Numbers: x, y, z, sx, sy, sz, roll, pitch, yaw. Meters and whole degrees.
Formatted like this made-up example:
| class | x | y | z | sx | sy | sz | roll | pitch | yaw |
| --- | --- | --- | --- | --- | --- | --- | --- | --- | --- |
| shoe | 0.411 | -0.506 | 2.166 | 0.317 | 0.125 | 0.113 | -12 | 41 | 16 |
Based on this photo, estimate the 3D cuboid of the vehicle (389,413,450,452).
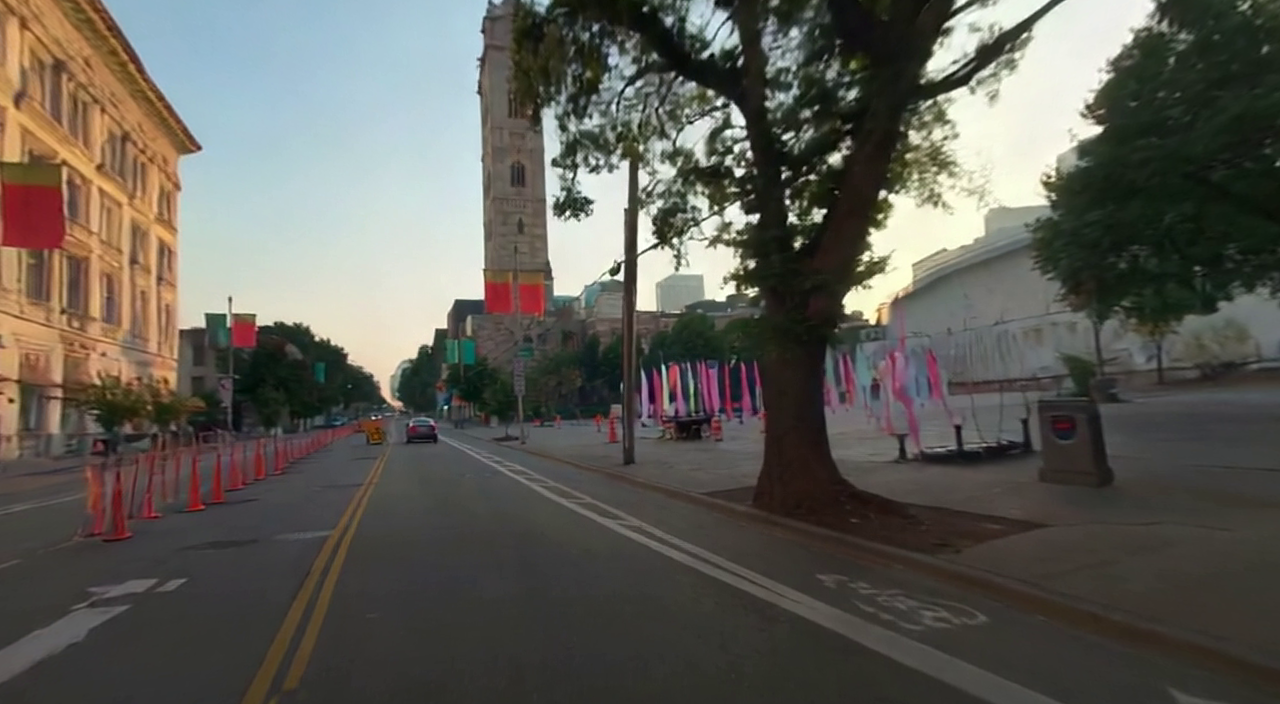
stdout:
| class | x | y | z | sx | sy | sz | roll | pitch | yaw |
| --- | --- | --- | --- | --- | --- | --- | --- | --- | --- |
| vehicle | -9.533 | 3.428 | 27.017 | 2.216 | 1.492 | 4.725 | 2 | -8 | -22 |
